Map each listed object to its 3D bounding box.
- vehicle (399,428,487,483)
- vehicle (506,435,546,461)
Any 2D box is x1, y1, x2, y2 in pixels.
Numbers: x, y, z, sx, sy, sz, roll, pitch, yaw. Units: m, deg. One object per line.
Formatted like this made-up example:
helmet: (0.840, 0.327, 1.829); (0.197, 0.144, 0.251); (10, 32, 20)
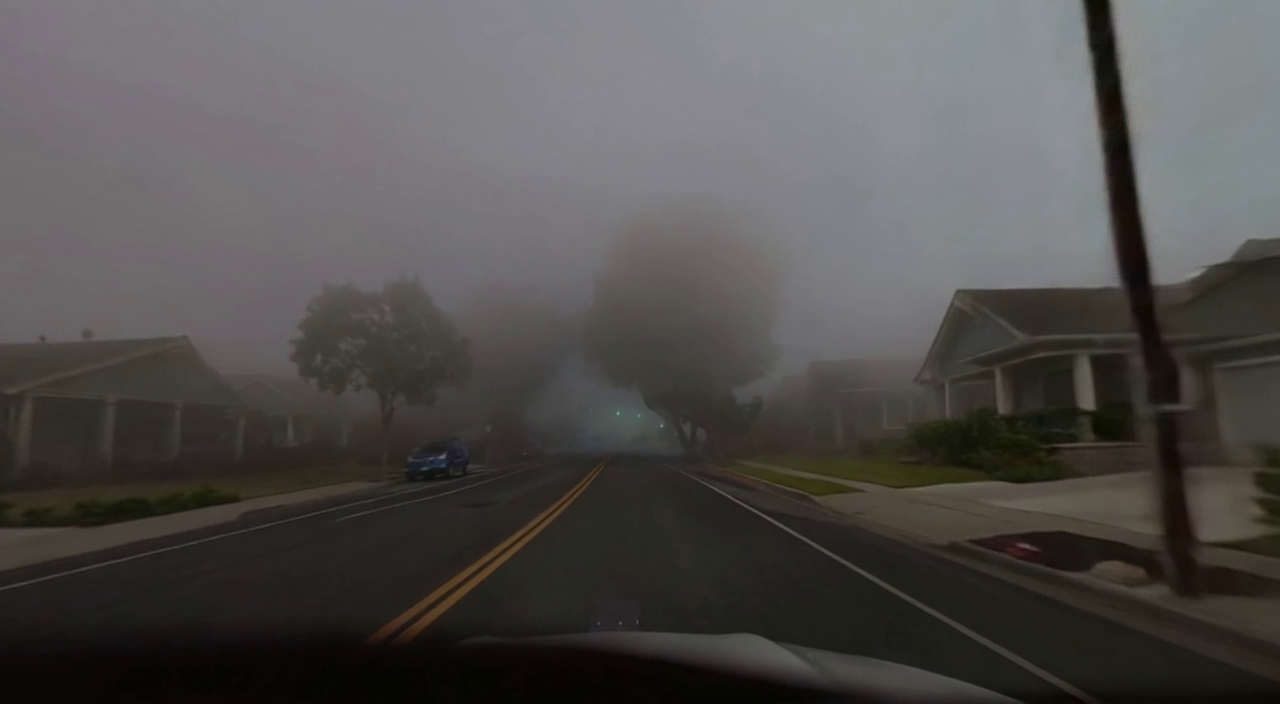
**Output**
vehicle: (-7.643, 4.026, 24.918); (2.209, 1.807, 4.432); (-3, -8, -3)
vehicle: (-8.304, 7.025, 46.472); (2.130, 1.692, 4.544); (-2, -8, 0)
